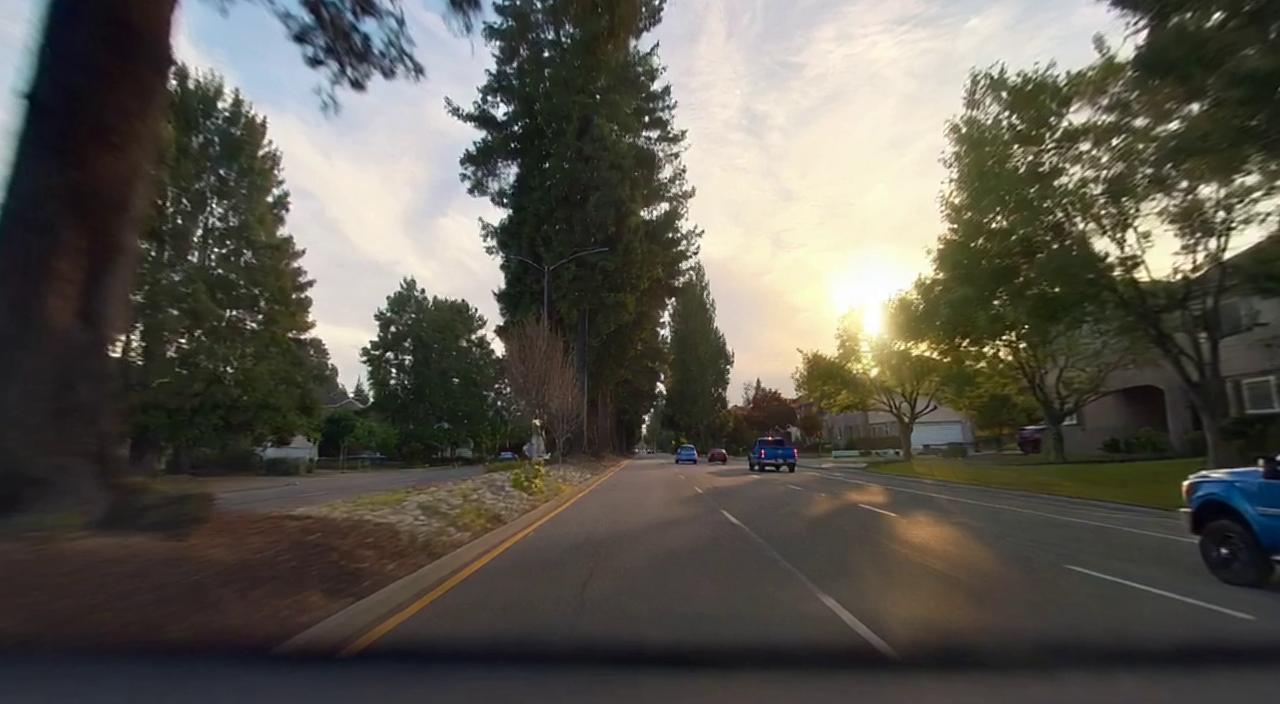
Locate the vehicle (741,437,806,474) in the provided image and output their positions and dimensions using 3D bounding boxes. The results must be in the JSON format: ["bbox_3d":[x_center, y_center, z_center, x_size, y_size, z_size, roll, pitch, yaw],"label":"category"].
[{"bbox_3d":[6.905,5.456,33.374,2.262,1.769,5.666,0,-8,0],"label":"vehicle"}]

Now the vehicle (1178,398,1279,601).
[{"bbox_3d":[6.342,1.037,3.958,1.991,1.684,4.425,0,-8,0],"label":"vehicle"}]
